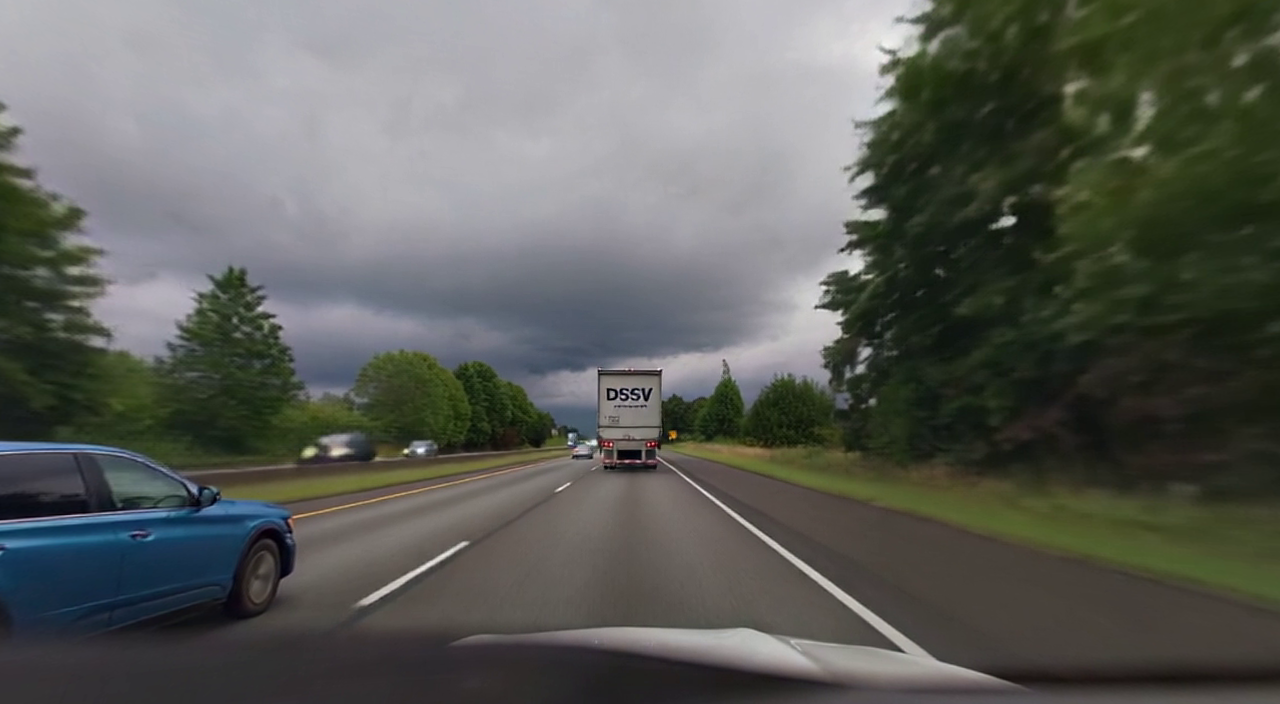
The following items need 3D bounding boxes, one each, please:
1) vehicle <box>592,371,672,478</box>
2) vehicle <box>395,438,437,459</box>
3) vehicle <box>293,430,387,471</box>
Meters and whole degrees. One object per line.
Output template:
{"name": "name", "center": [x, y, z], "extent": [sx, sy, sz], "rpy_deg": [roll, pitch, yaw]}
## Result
{"name": "vehicle", "center": [-0.394, 3.419, 28.599], "extent": [2.969, 3.957, 10.270], "rpy_deg": [0, -8, -1]}
{"name": "vehicle", "center": [-17.236, 7.442, 48.703], "extent": [1.748, 1.494, 3.990], "rpy_deg": [0, -8, 0]}
{"name": "vehicle", "center": [-12.610, 4.169, 26.829], "extent": [1.891, 1.563, 4.247], "rpy_deg": [0, -8, 0]}
